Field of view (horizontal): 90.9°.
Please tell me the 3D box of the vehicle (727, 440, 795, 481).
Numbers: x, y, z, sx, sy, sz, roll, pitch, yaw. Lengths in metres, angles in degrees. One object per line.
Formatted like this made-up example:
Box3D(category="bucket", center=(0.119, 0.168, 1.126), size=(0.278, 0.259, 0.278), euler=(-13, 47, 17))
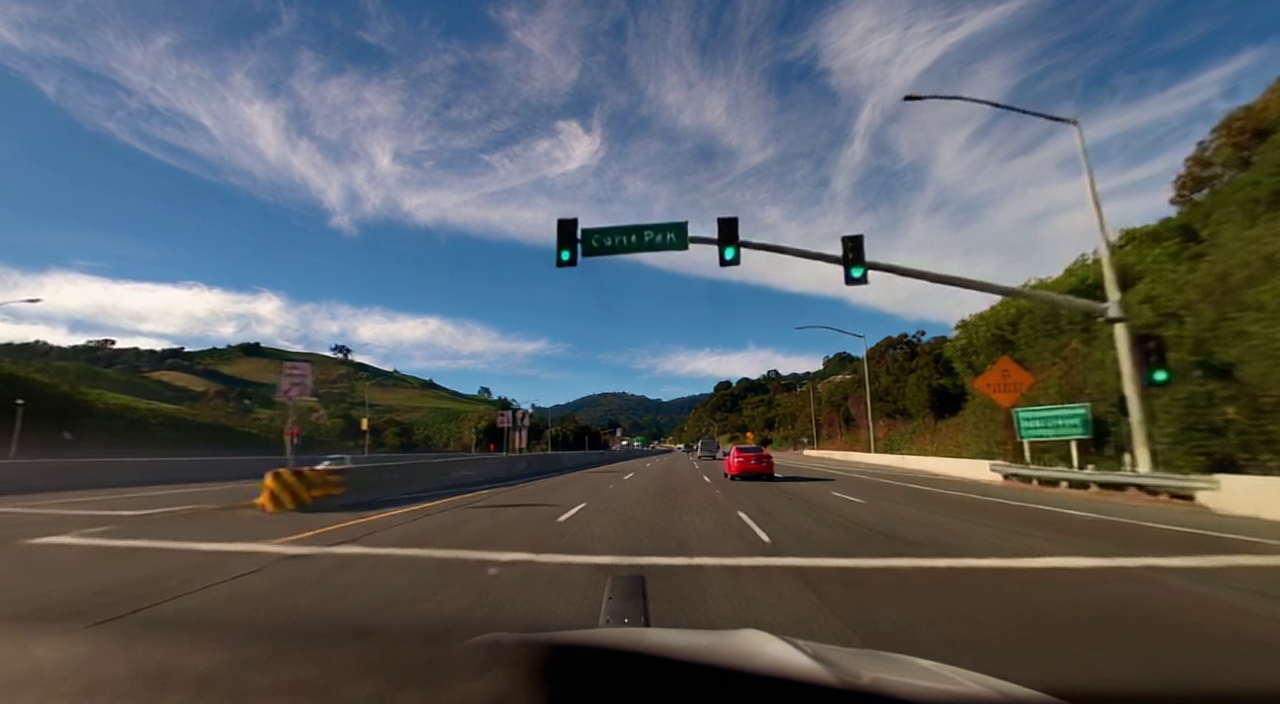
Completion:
Box3D(category="vehicle", center=(4.663, 4.253, 24.993), size=(1.916, 1.469, 4.481), euler=(0, -8, 1))
